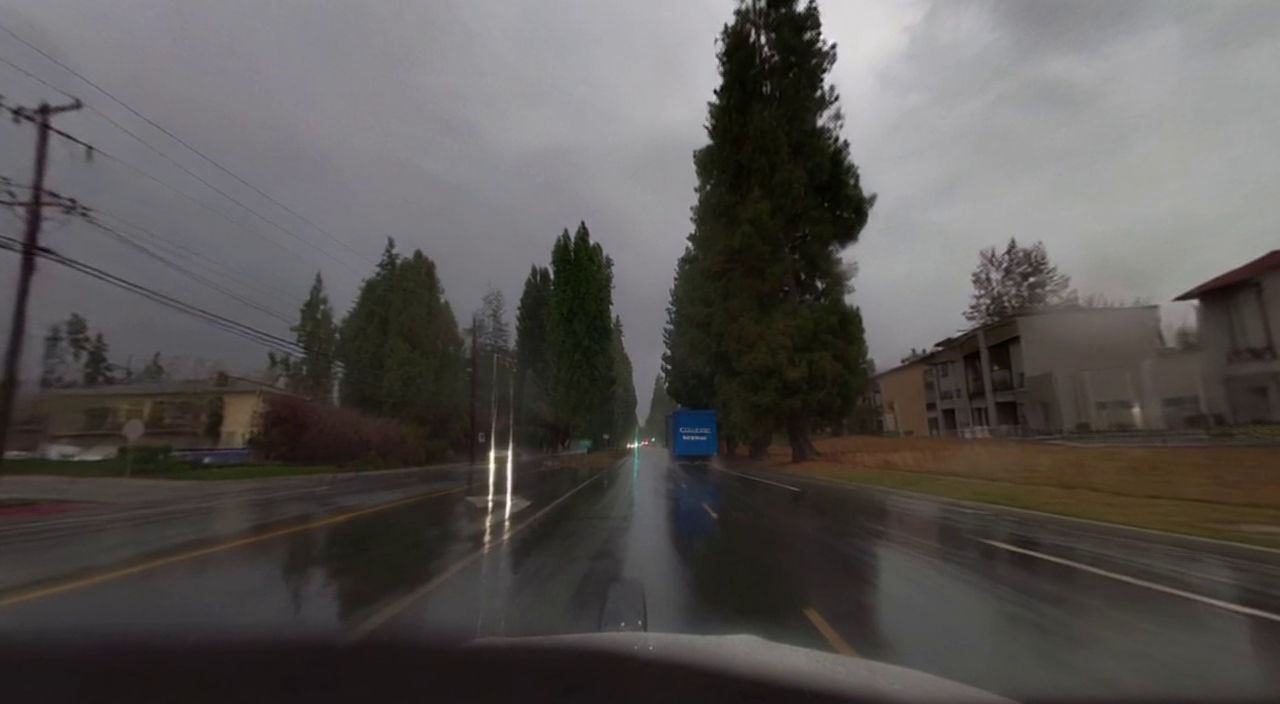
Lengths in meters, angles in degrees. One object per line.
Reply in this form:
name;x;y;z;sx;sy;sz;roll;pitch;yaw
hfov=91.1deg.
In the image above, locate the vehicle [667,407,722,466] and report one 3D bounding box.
vehicle;3.785;6.231;45.932;2.973;3.848;9.336;0;-8;-1
